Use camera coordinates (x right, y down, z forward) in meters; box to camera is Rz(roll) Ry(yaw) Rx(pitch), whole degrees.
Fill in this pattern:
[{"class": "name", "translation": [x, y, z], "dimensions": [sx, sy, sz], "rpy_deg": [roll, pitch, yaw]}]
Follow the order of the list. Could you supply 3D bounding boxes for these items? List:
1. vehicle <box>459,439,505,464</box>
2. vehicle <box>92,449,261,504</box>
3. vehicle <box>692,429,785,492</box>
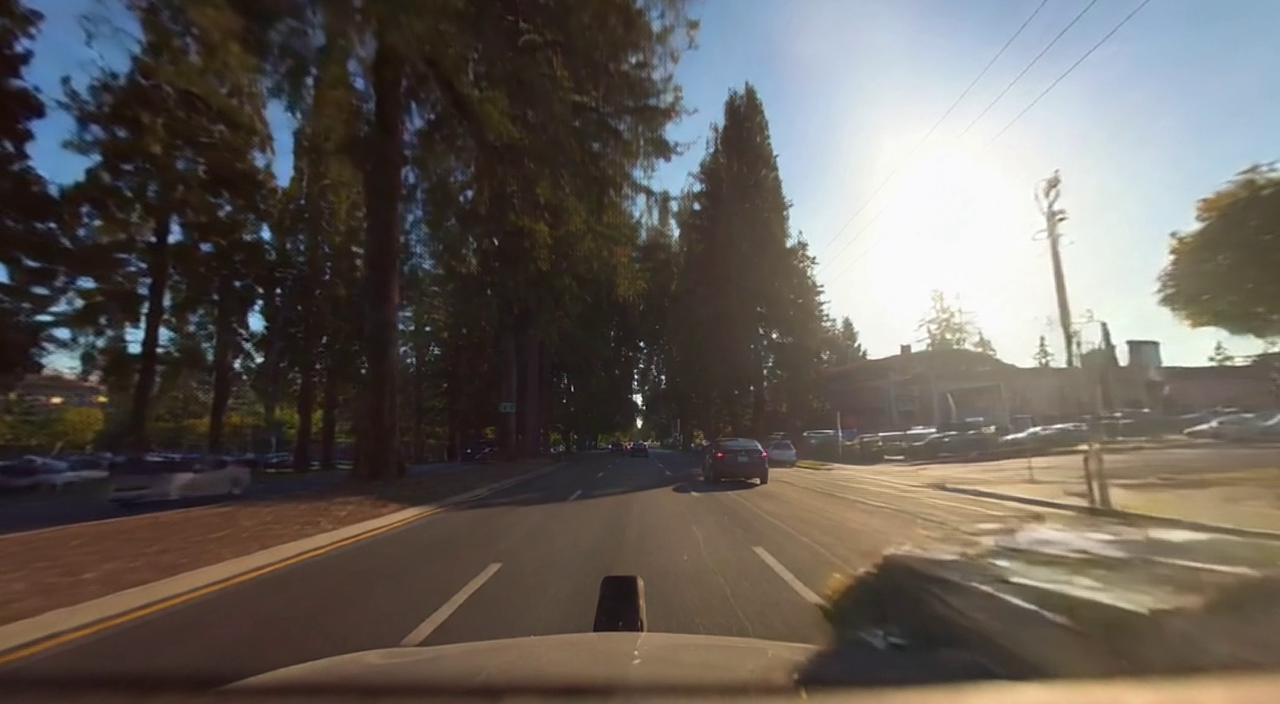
[{"class": "vehicle", "translation": [-11.740, 7.434, 47.010], "dimensions": [2.207, 1.745, 4.717], "rpy_deg": [-1, -9, 0]}, {"class": "vehicle", "translation": [-14.288, 3.825, 19.837], "dimensions": [1.862, 1.485, 4.611], "rpy_deg": [-1, -9, -1]}, {"class": "vehicle", "translation": [2.826, 3.244, 19.095], "dimensions": [2.022, 1.656, 4.025], "rpy_deg": [-1, -9, -2]}]
